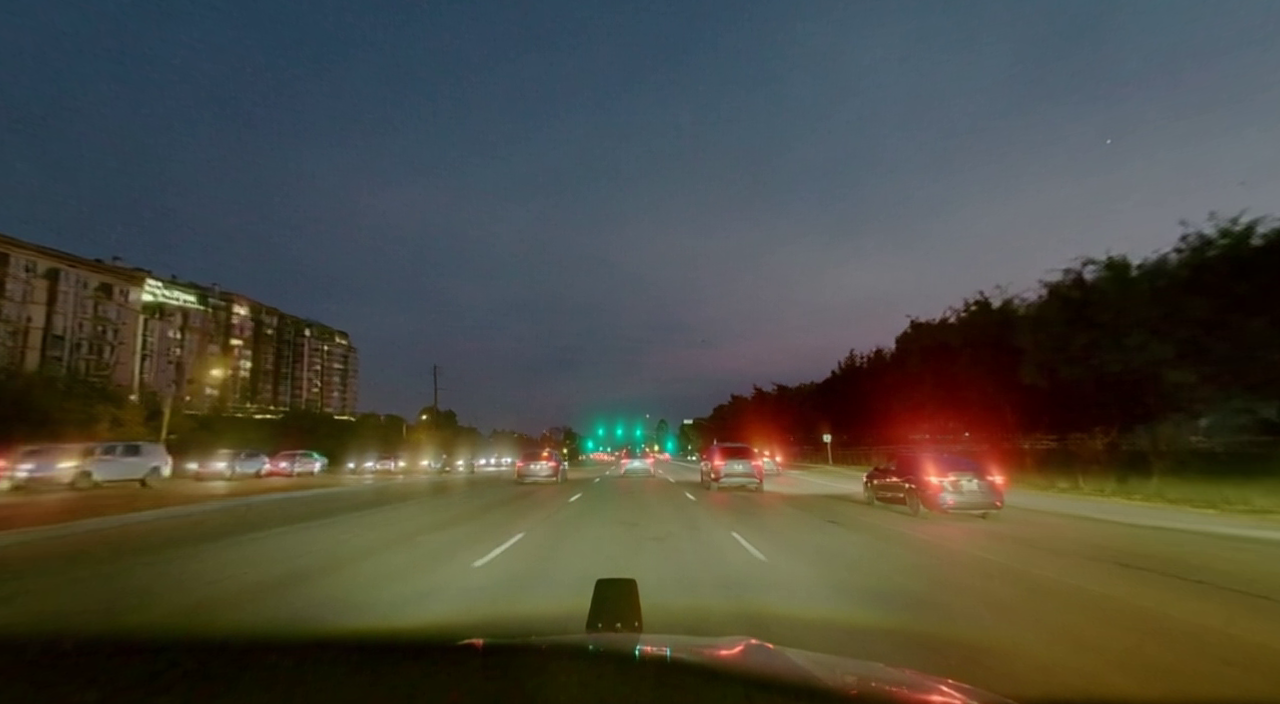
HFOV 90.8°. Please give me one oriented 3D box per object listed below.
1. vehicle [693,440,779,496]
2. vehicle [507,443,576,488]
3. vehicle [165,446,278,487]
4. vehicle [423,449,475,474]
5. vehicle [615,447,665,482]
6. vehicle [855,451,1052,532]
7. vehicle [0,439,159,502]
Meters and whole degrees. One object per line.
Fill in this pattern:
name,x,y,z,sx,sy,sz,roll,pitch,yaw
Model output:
vehicle,3.130,3.888,21.612,2.161,1.716,4.194,0,-8,-2
vehicle,-3.953,4.635,26.183,2.172,1.671,4.175,0,-8,0
vehicle,-19.063,5.202,29.082,2.186,1.676,4.444,0,-8,-1
vehicle,-12.581,7.223,41.961,2.043,1.571,4.946,0,-8,-2
vehicle,-0.029,5.212,29.606,2.155,1.486,4.403,0,-8,-1
vehicle,6.486,2.887,13.734,1.945,1.408,4.288,0,-8,-2
vehicle,-19.110,3.873,21.190,2.062,1.840,4.951,0,-8,-1
